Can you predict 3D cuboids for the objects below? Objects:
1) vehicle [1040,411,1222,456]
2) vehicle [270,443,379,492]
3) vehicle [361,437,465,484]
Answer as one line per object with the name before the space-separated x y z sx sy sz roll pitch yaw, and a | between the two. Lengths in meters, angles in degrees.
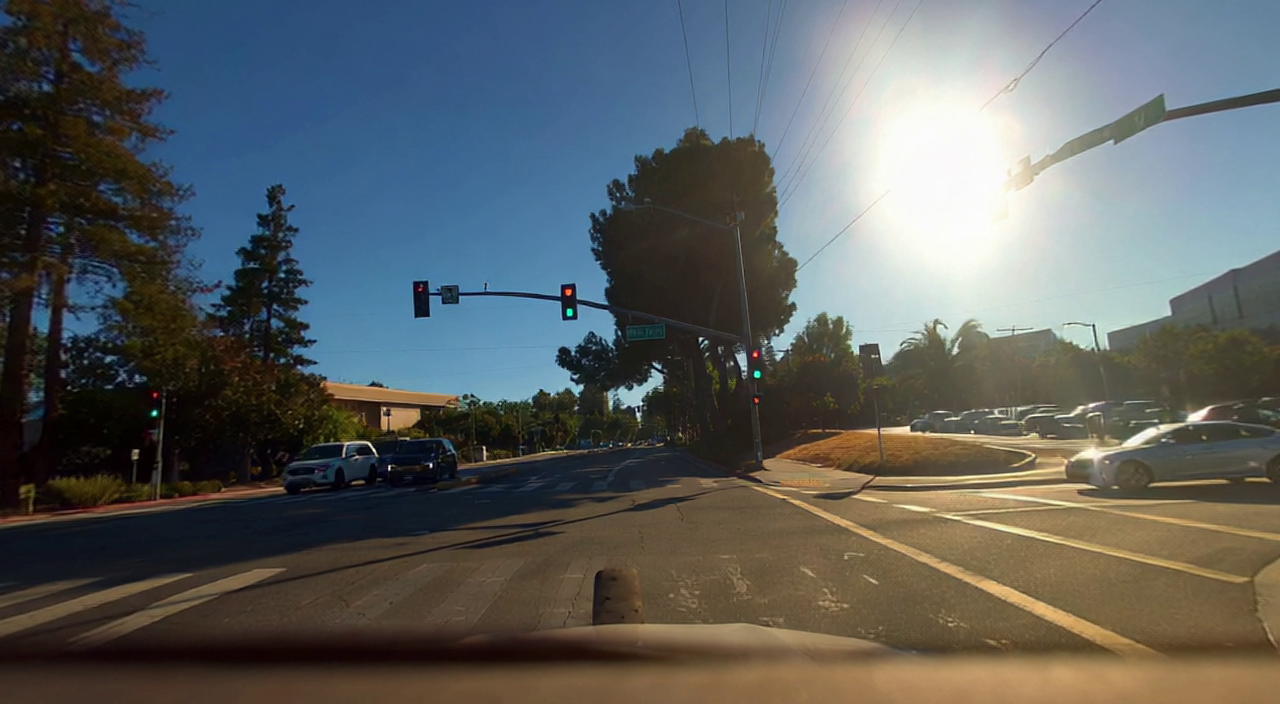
vehicle | 16.942 2.902 22.117 4.560 1.453 1.851 -3 -9 18
vehicle | -13.783 5.066 28.060 2.306 1.957 4.968 0 -9 -1
vehicle | -10.162 4.925 28.983 2.664 1.940 5.702 0 -9 0
